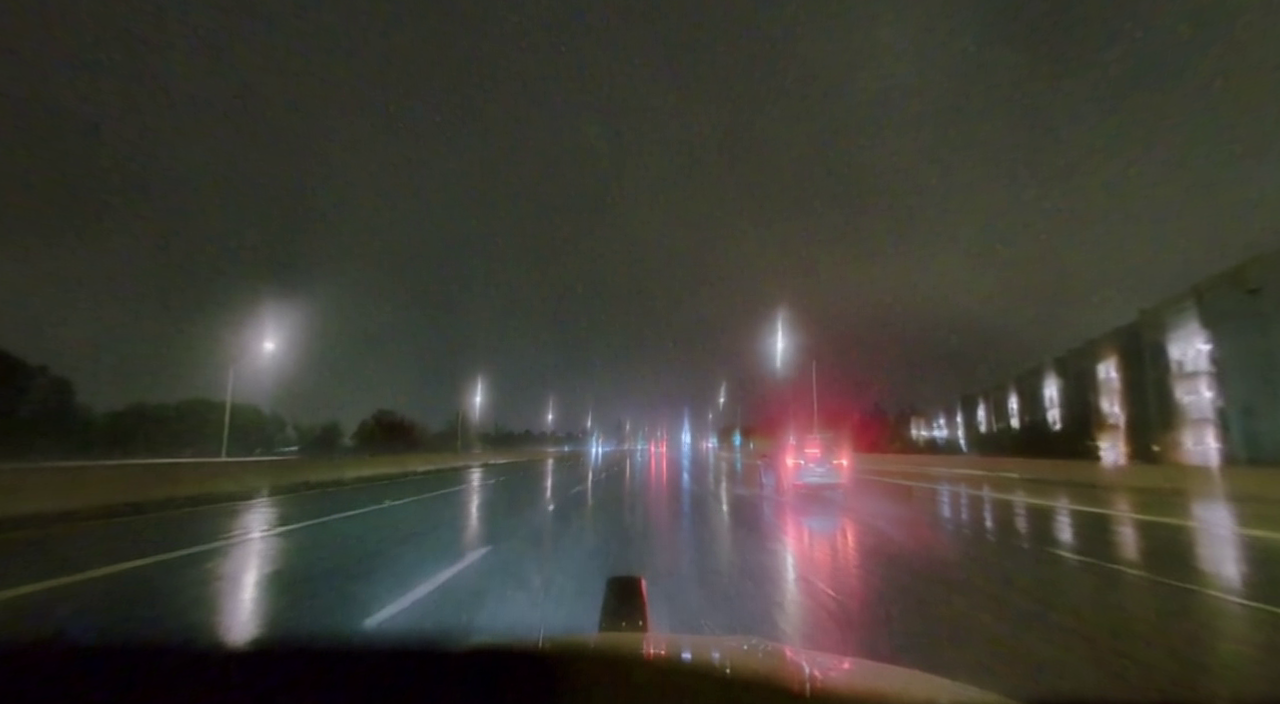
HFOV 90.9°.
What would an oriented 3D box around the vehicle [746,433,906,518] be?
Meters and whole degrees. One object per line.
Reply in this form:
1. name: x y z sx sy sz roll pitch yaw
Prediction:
1. vehicle: 3.693 2.551 13.565 1.999 1.492 4.673 0 -9 0
